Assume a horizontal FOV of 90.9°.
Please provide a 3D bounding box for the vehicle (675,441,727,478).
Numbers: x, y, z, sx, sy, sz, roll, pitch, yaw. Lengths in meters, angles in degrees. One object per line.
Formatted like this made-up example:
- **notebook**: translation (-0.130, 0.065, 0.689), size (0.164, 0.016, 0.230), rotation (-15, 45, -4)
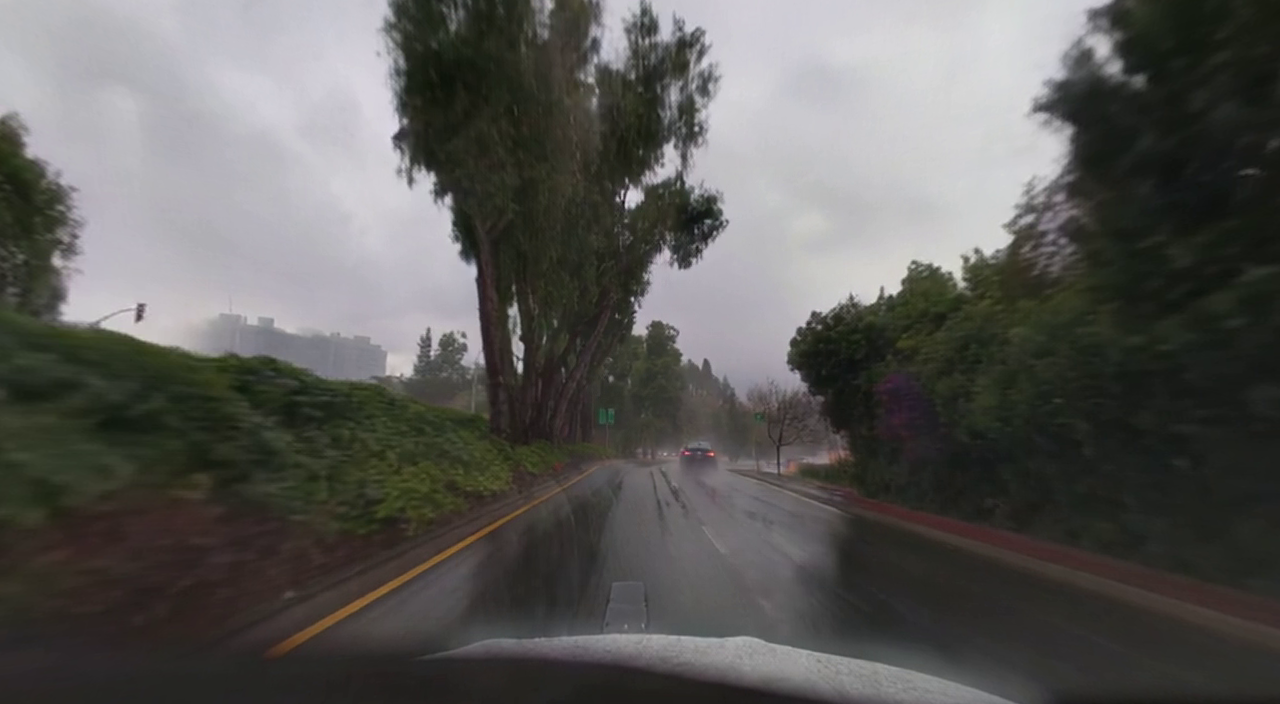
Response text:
- **vehicle**: translation (2.638, 4.737, 28.235), size (1.956, 1.473, 4.640), rotation (1, -8, 1)
